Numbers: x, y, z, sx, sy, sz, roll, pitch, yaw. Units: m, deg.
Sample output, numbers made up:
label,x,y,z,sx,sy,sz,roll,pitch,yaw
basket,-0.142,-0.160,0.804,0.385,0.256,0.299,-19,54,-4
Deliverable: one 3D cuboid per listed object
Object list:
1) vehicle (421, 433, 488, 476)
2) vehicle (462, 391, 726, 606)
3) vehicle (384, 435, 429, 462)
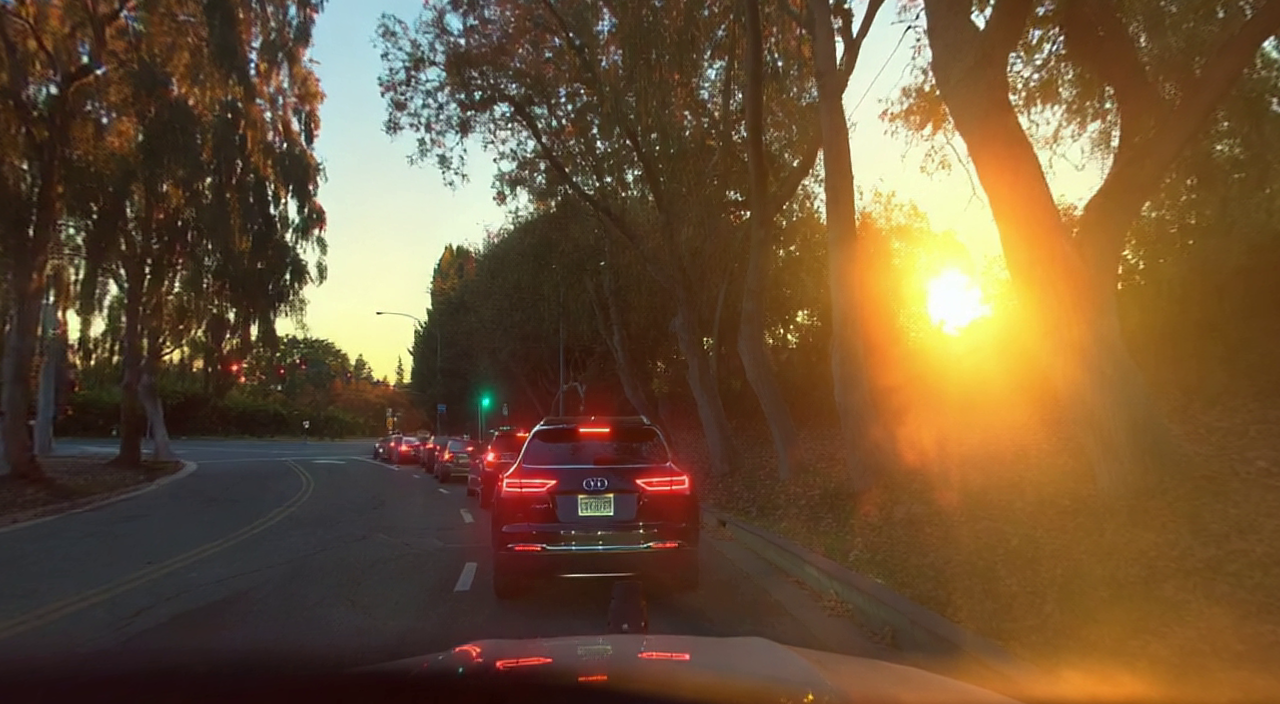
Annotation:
label,x,y,z,sx,sy,sz,roll,pitch,yaw
vehicle,-7.286,3.953,24.483,1.902,1.536,3.662,4,-9,-25
vehicle,-0.674,1.462,7.202,2.134,1.671,4.147,1,-8,-9
vehicle,-13.748,5.646,36.904,1.863,1.488,4.426,4,-9,-27
